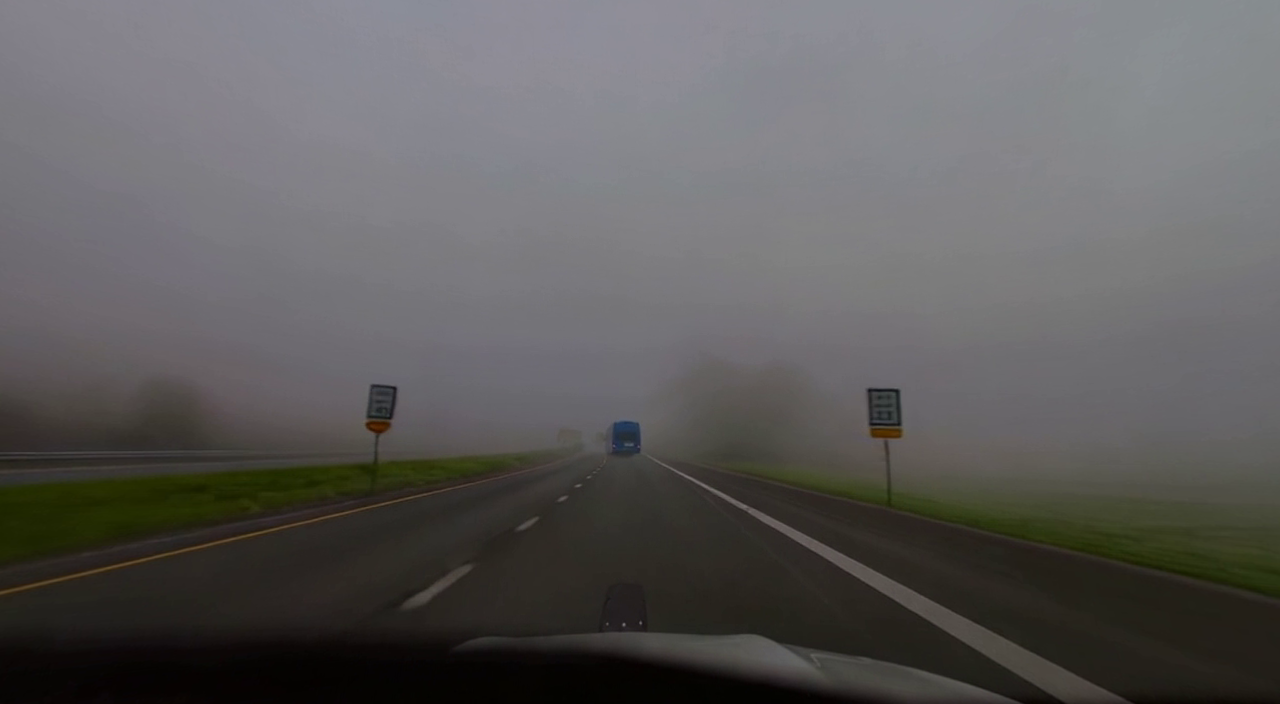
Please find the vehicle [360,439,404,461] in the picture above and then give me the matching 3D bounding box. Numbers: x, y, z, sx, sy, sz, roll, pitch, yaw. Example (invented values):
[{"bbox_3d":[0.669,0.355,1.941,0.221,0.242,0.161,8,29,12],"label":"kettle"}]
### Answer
[{"bbox_3d":[-20.254,7.703,49.666,1.810,1.612,4.003,0,-9,-2],"label":"vehicle"}]
